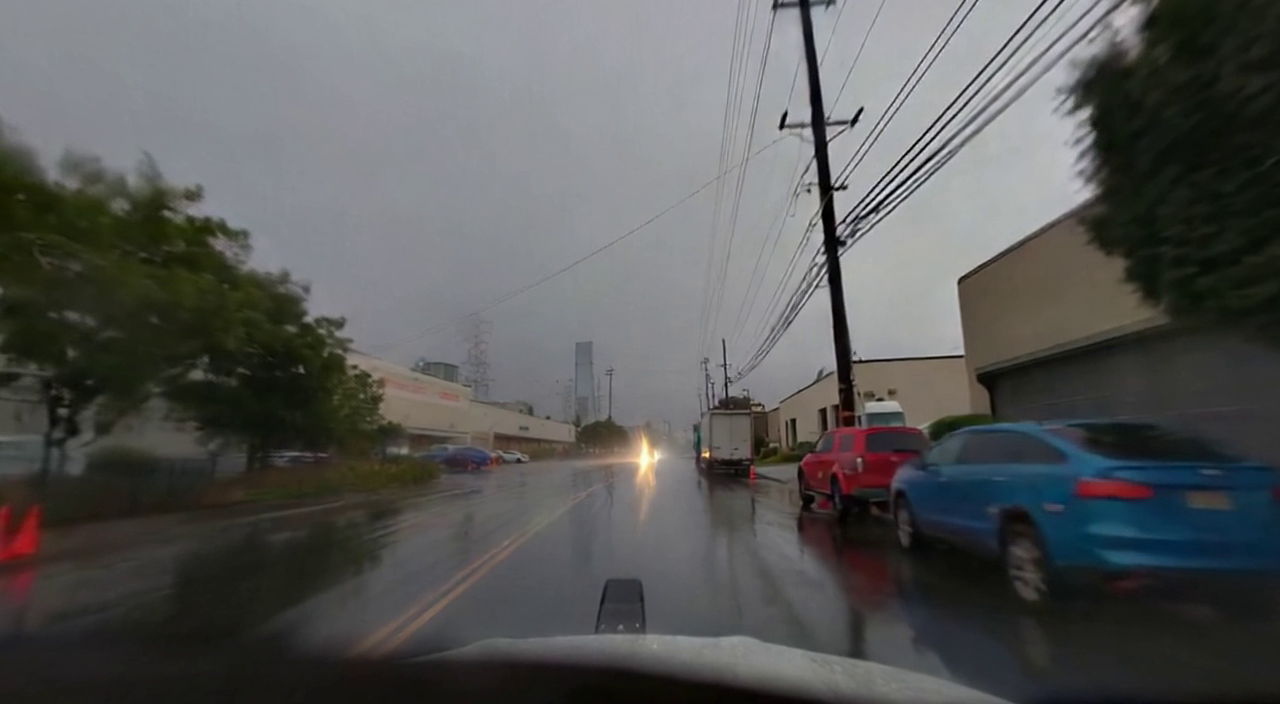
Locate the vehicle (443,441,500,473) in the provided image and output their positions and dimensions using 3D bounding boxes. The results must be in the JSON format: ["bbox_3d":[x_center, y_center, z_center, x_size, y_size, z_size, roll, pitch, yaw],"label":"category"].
[{"bbox_3d":[-11.320,7.064,42.906,2.287,1.975,5.511,0,-8,1],"label":"vehicle"}]

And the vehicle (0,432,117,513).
[{"bbox_3d":[-14.937,2.768,14.449,2.085,1.748,4.558,-3,-8,-1],"label":"vehicle"}]

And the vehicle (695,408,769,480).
[{"bbox_3d":[4.586,4.793,32.987,2.871,3.301,7.433,0,-8,1],"label":"vehicle"}]

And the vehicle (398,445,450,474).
[{"bbox_3d":[-14.321,7.106,42.147,1.971,1.789,4.360,0,-8,-1],"label":"vehicle"}]

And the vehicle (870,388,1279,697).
[{"bbox_3d":[4.164,1.416,6.047,2.115,1.702,4.978,0,-8,1],"label":"vehicle"}]
